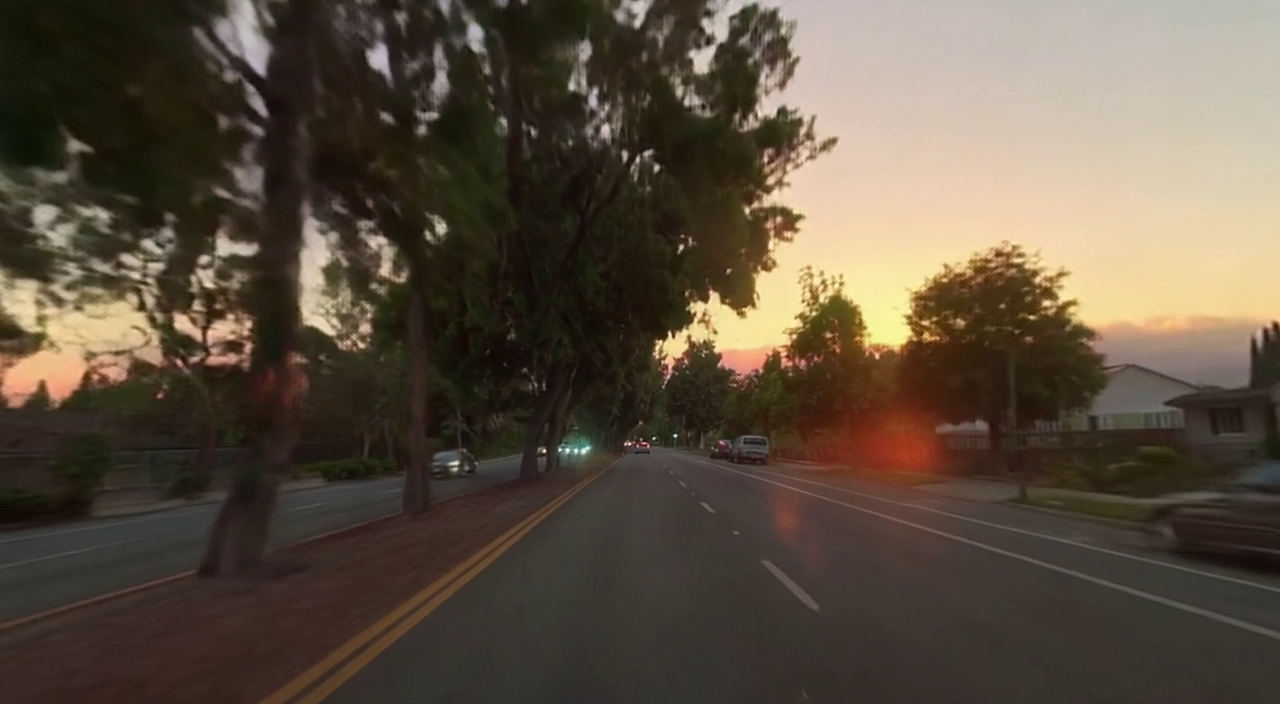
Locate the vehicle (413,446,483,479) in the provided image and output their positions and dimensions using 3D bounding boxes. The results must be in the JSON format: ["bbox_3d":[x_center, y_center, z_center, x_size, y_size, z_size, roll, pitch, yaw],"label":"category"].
[{"bbox_3d":[-9.635,5.565,32.160,2.061,1.490,4.637,0,-8,1],"label":"vehicle"}]

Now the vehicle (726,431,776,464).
[{"bbox_3d":[7.509,6.544,43.347,2.278,2.079,5.861,0,-8,-1],"label":"vehicle"}]

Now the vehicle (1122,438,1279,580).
[{"bbox_3d":[7.617,1.585,6.284,1.967,1.449,4.645,0,-8,0],"label":"vehicle"}]
